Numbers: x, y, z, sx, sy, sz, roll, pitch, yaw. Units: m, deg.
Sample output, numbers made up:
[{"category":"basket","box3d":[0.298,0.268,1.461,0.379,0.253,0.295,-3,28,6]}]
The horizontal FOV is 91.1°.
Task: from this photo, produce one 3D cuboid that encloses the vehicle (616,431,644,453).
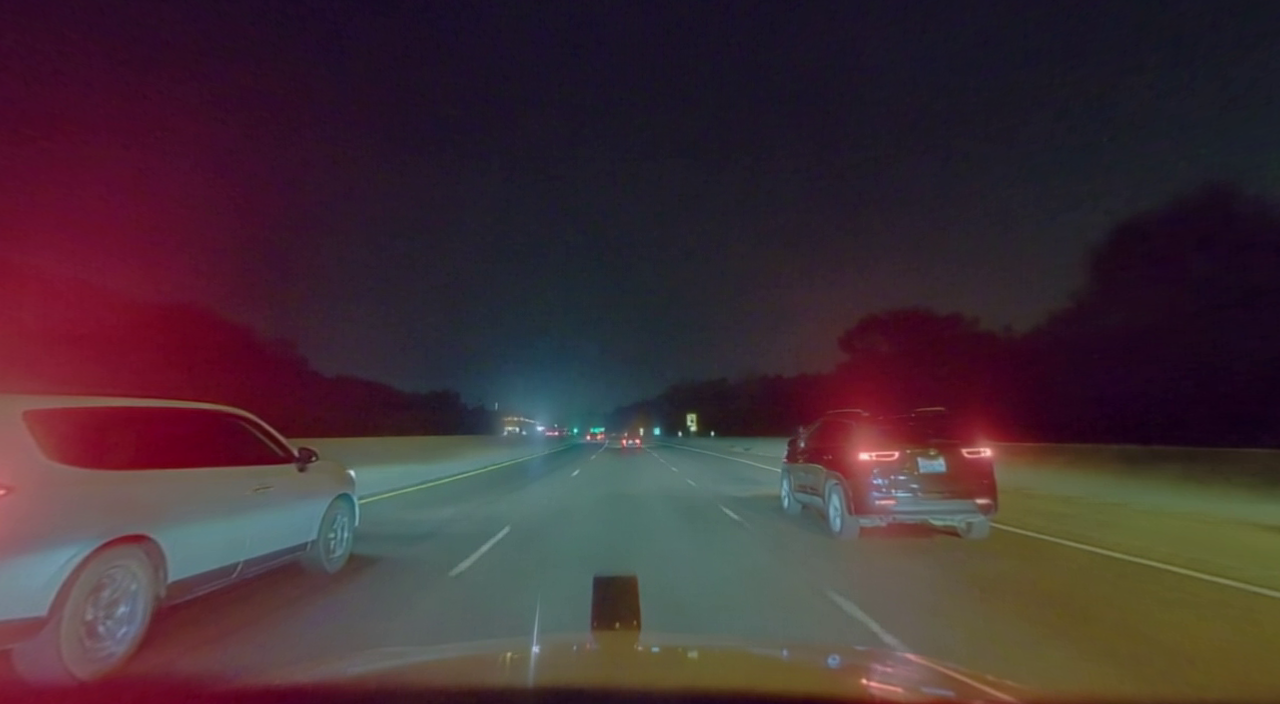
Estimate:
[{"category":"vehicle","box3d":[-0.763,6.724,47.203,1.984,1.586,3.866,0,-8,-2]}]
